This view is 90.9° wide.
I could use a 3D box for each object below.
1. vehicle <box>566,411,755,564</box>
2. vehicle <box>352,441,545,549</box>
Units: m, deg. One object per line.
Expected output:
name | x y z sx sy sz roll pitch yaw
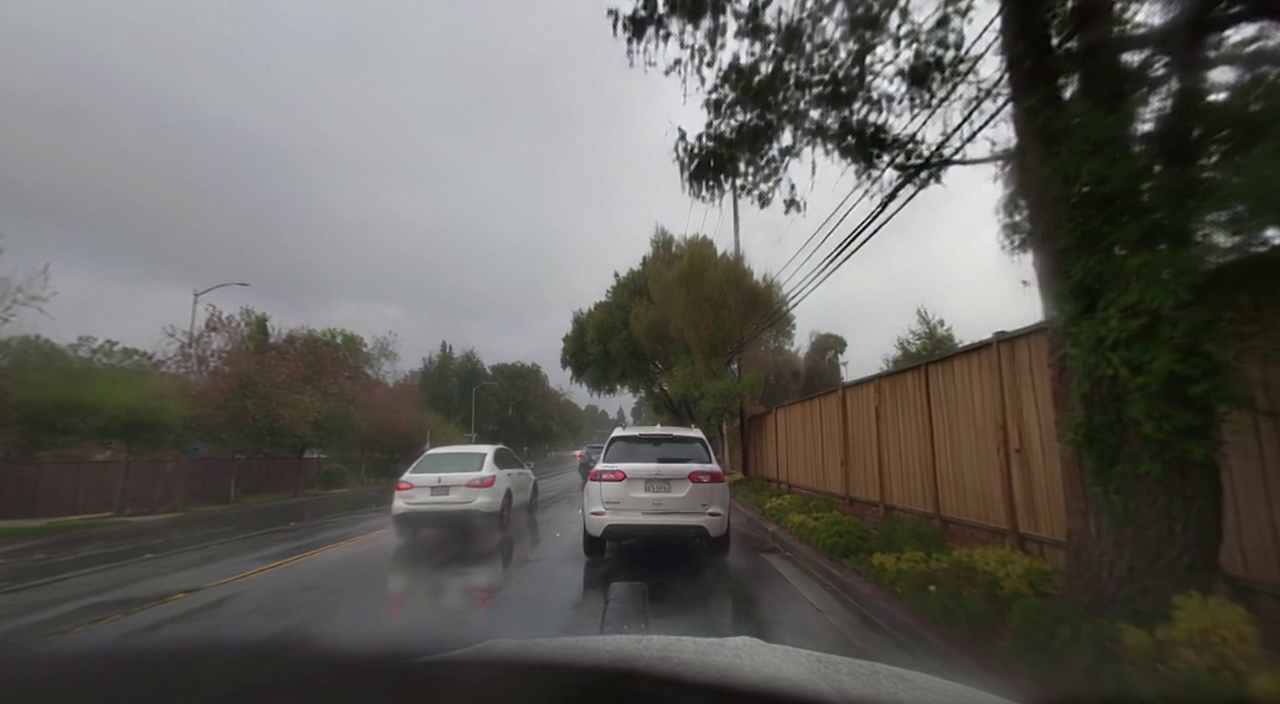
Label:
vehicle | 0.233 1.878 9.404 2.174 1.749 4.113 0 -9 0
vehicle | -2.992 2.306 10.866 1.979 1.489 4.006 0 -9 1
